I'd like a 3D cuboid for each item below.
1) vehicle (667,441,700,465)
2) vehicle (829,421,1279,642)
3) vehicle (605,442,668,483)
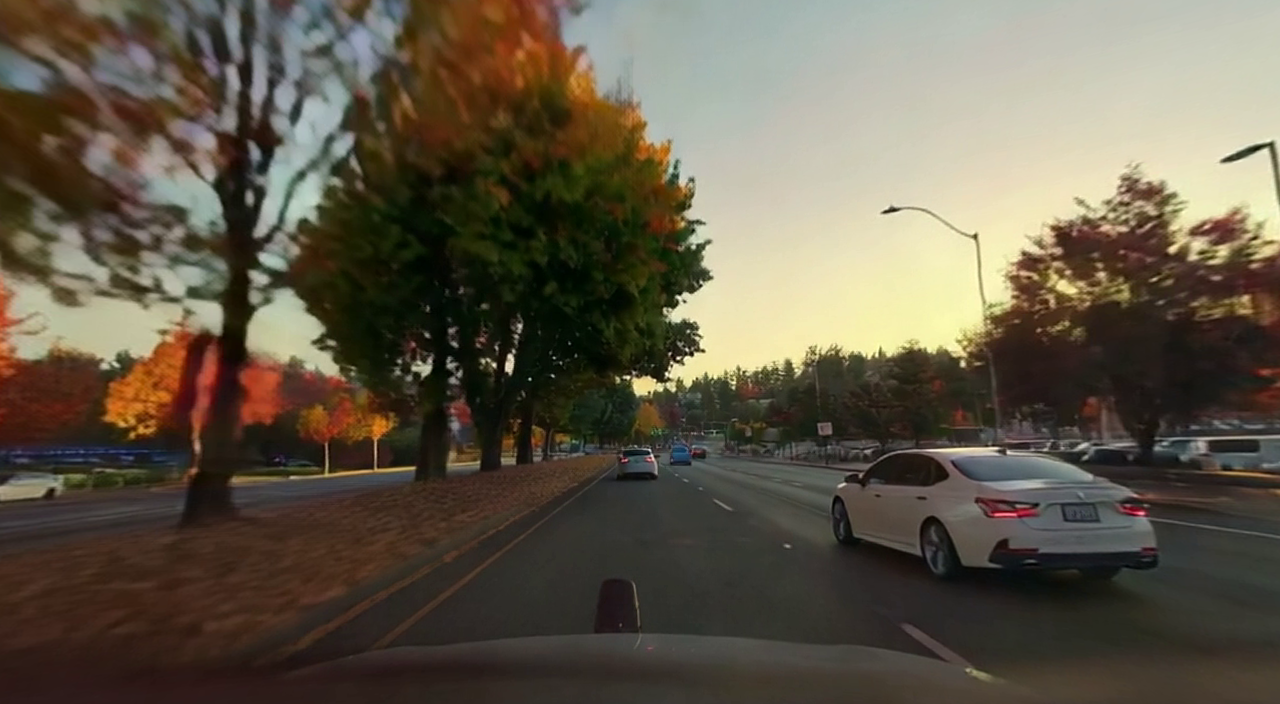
[{"bbox_3d":[3.310,7.761,48.827,2.188,1.760,4.297,0,-8,-1],"label":"vehicle"},{"bbox_3d":[3.712,1.547,6.528,2.094,1.480,4.323,0,-9,-1],"label":"vehicle"},{"bbox_3d":[-0.182,4.339,25.236,2.289,1.471,4.477,0,-8,-1],"label":"vehicle"}]
